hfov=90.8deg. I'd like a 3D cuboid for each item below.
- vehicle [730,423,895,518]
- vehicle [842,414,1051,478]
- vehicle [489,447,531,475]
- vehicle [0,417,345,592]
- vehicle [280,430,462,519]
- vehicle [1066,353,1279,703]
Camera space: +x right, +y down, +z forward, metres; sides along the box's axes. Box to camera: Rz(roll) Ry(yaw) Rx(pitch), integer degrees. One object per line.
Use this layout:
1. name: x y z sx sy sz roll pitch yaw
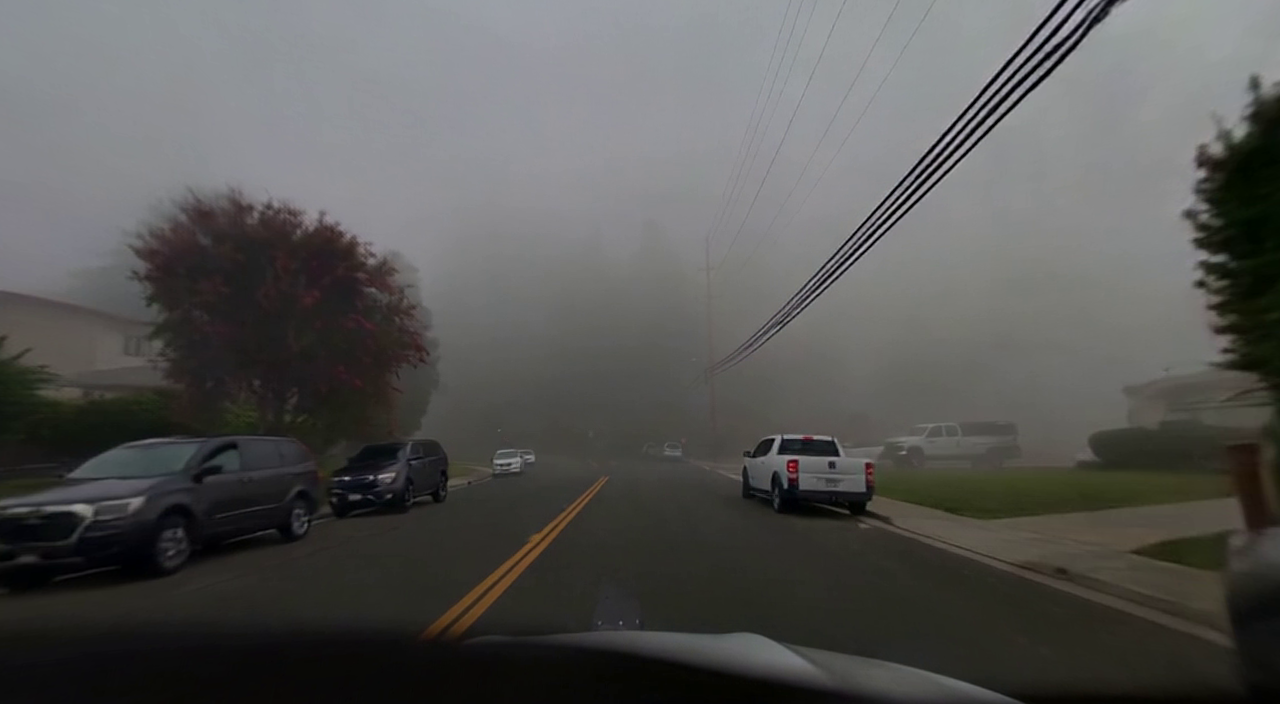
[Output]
1. vehicle: 3.635 2.665 14.672 2.178 1.757 5.495 0 -9 -1
2. vehicle: 17.032 5.289 35.390 10.500 3.344 2.906 1 -9 -8
3. vehicle: -7.210 6.084 35.354 1.997 1.456 4.319 1 -9 -8
4. vehicle: -6.291 1.940 8.907 2.031 1.799 4.587 0 -9 0
5. vehicle: -6.308 2.949 15.709 2.158 1.817 5.230 0 -9 0
6. vehicle: 3.742 0.749 1.874 1.889 1.736 4.185 0 -9 -2
